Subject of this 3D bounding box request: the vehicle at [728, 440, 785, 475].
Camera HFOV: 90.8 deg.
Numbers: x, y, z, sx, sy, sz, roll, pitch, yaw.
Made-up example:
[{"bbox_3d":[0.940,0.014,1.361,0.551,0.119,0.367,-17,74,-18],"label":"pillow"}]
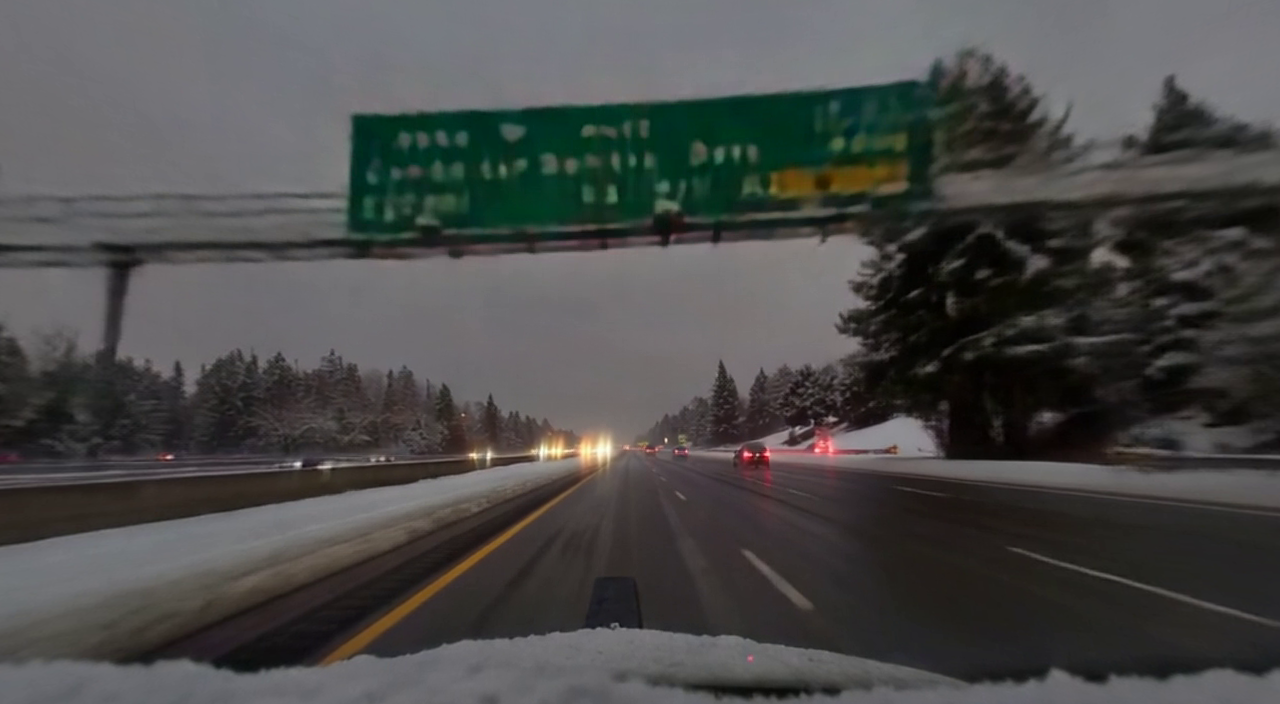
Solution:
[{"bbox_3d":[6.068,5.528,33.340,2.030,1.706,4.279,0,-9,-2],"label":"vehicle"}]
